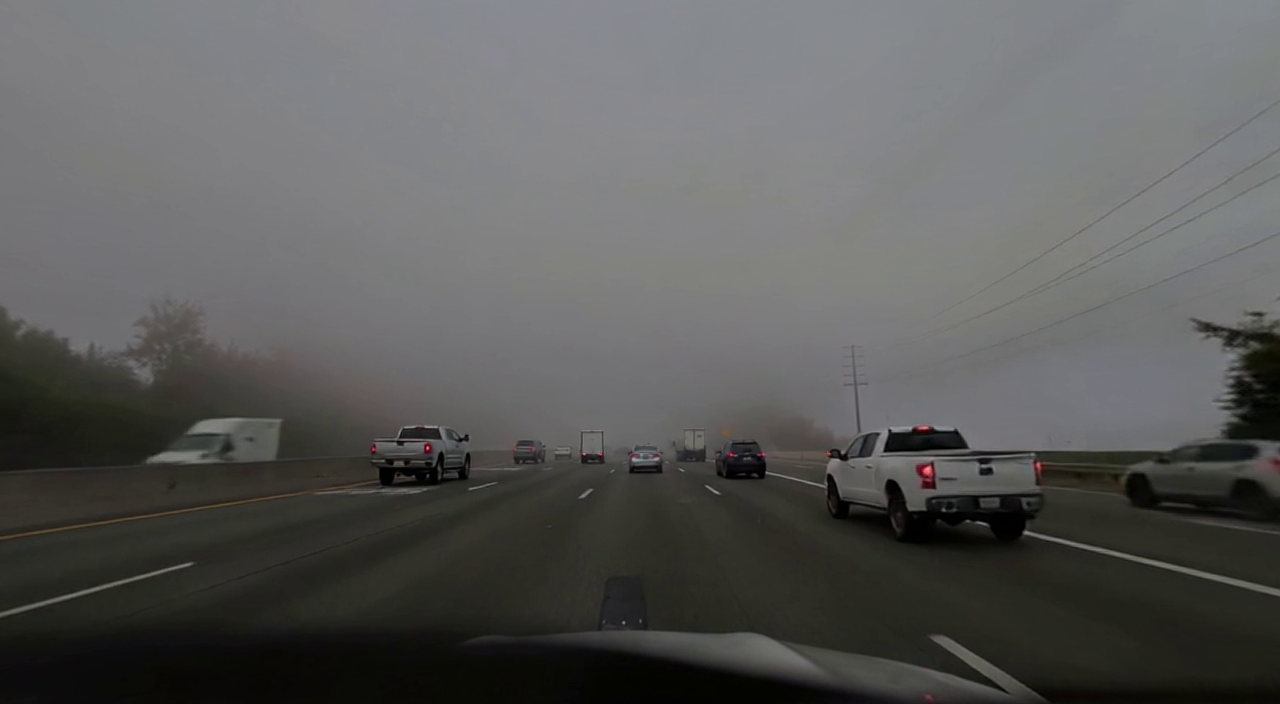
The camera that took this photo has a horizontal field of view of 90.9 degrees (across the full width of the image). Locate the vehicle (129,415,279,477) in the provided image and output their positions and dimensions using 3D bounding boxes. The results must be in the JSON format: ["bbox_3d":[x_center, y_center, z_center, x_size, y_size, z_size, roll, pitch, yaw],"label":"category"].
[{"bbox_3d":[-18.315,4.025,27.019,2.192,2.362,5.785,0,-9,1],"label":"vehicle"}]

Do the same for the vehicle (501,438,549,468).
[{"bbox_3d":[-6.825,6.026,37.894,1.978,1.680,4.263,0,-9,1],"label":"vehicle"}]

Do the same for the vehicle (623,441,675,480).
[{"bbox_3d":[0.335,4.384,25.715,1.966,1.444,3.986,0,-9,0],"label":"vehicle"}]

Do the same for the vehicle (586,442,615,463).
[{"bbox_3d":[-2.991,7.653,48.205,1.904,1.479,4.274,0,-9,0],"label":"vehicle"}]

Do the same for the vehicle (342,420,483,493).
[{"bbox_3d":[-6.847,3.239,19.892,2.269,1.936,5.777,0,-9,0],"label":"vehicle"}]

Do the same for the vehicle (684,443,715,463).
[{"bbox_3d":[4.288,7.340,45.953,1.895,1.429,3.908,0,-9,0],"label":"vehicle"}]

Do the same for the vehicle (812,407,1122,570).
[{"bbox_3d":[4.022,1.751,8.813,2.002,1.691,4.290,0,-9,0],"label":"vehicle"}]

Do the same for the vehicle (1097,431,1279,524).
[{"bbox_3d":[11.448,2.273,11.800,2.117,1.491,4.830,0,-9,0],"label":"vehicle"}]

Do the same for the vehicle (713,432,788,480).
[{"bbox_3d":[4.380,4.220,25.831,2.195,1.778,4.455,0,-9,-1],"label":"vehicle"}]
